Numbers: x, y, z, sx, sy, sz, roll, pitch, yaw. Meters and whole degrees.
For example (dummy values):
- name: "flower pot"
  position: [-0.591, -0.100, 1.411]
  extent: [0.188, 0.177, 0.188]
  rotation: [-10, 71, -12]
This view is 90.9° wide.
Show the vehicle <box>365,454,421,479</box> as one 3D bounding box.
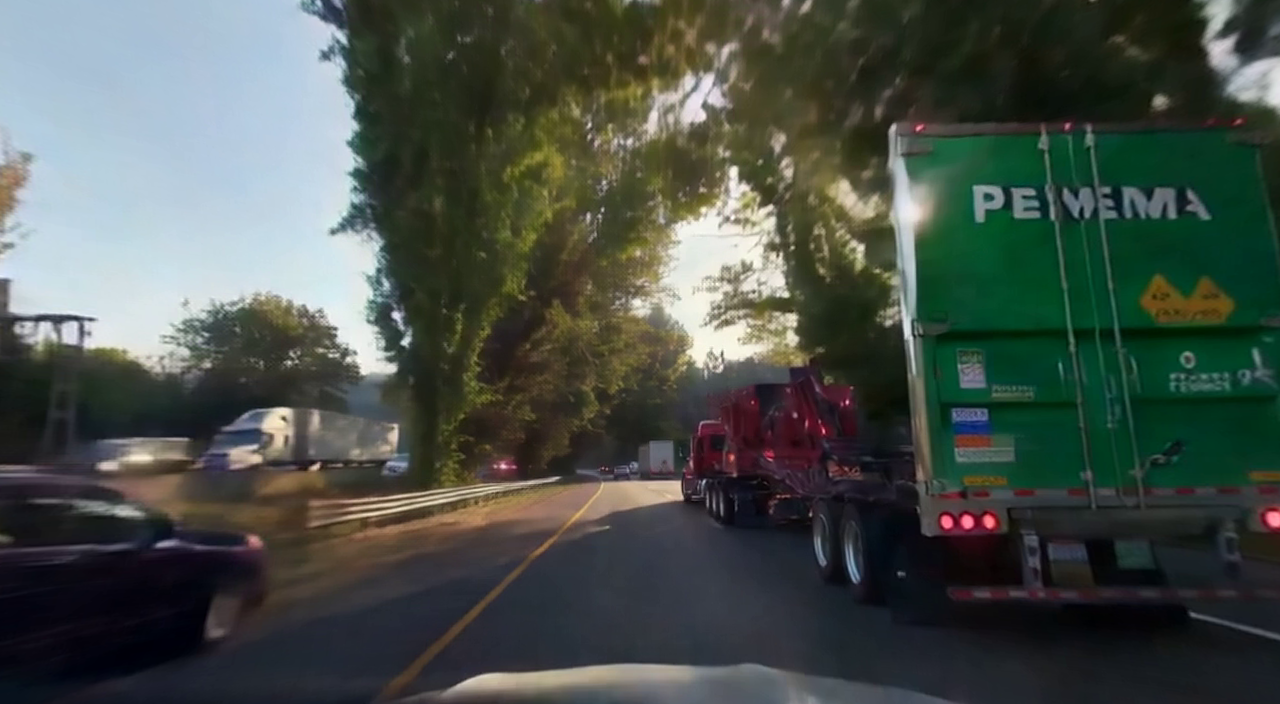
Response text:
- name: "vehicle"
  position: [-16.721, 7.804, 42.941]
  extent: [2.006, 1.509, 4.779]
  rotation: [1, -10, -2]

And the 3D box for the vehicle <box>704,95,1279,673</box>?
- name: "vehicle"
  position: [3.423, 1.338, 11.300]
  extent: [2.856, 4.040, 14.009]
  rotation: [1, -10, -1]

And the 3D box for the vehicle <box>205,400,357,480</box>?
- name: "vehicle"
  position: [-20.323, 5.341, 36.801]
  extent: [2.929, 3.960, 10.134]
  rotation: [1, -10, -1]

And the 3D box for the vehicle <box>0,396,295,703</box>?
- name: "vehicle"
  position: [-3.967, 0.983, 2.854]
  extent: [2.010, 1.580, 4.949]
  rotation: [1, -10, 0]
